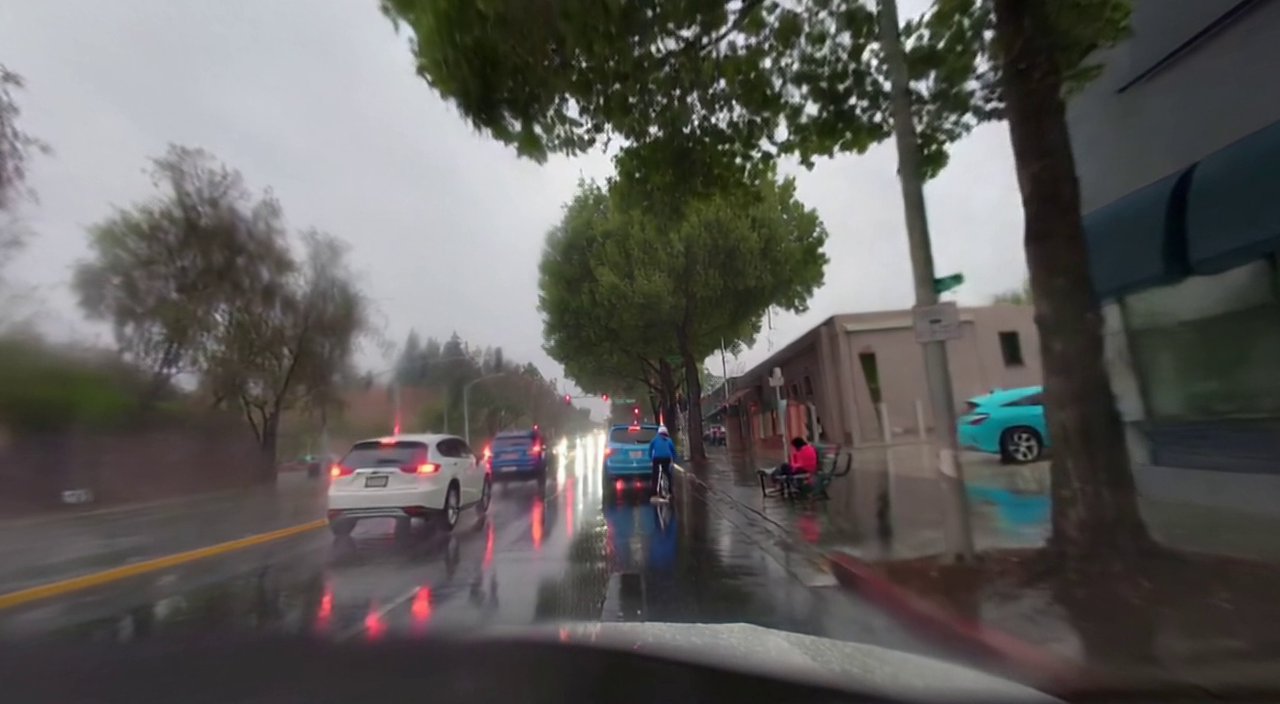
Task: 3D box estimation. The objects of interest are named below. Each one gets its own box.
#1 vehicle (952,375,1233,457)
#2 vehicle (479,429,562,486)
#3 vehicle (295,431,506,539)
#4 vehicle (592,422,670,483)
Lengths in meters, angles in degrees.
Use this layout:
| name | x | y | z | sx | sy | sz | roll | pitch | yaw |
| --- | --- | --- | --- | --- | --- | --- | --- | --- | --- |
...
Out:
| name | x | y | z | sx | sy | sz | roll | pitch | yaw |
| --- | --- | --- | --- | --- | --- | --- | --- | --- | --- |
| vehicle | 8.692 | 1.302 | 12.341 | 4.159 | 1.416 | 2.049 | 1 | -9 | -11 |
| vehicle | -3.972 | 3.603 | 21.867 | 2.046 | 1.750 | 4.452 | 0 | -9 | -1 |
| vehicle | -3.770 | 2.164 | 10.897 | 2.064 | 1.486 | 4.140 | 0 | -9 | -1 |
| vehicle | -0.349 | 3.507 | 22.185 | 2.426 | 1.882 | 5.027 | 0 | -9 | -2 |
